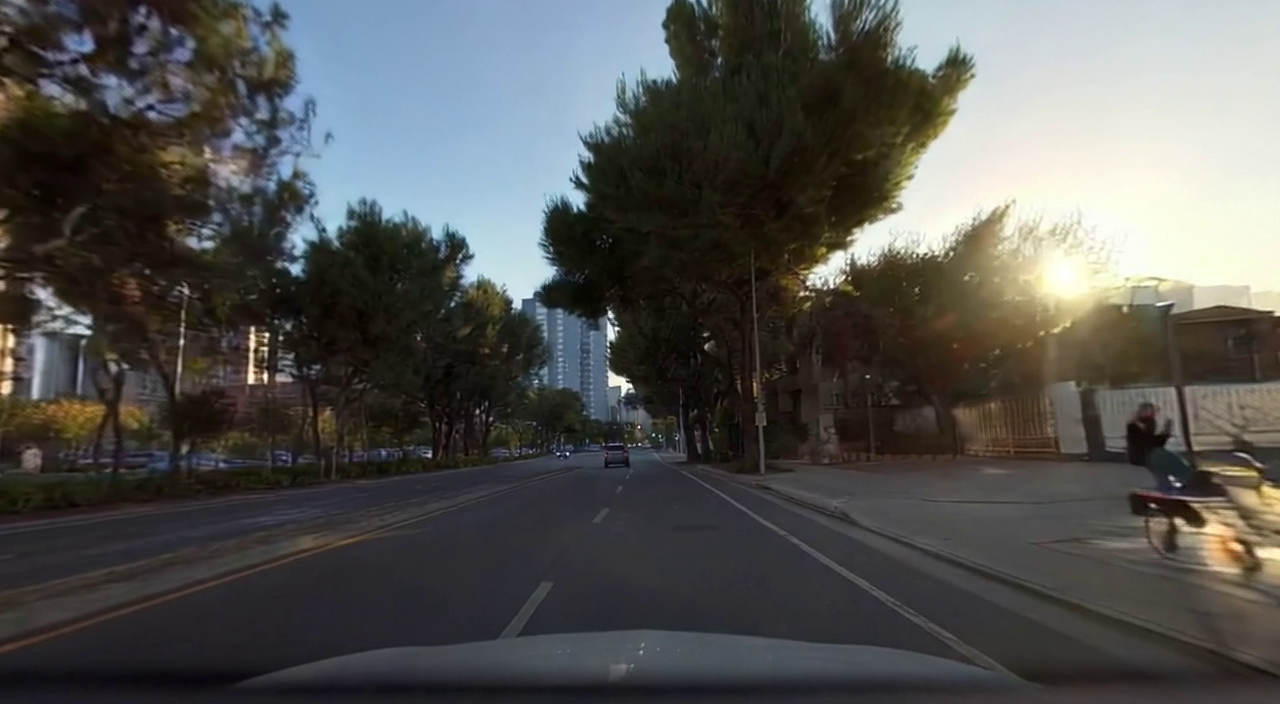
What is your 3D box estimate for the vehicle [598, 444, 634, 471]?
[{"bbox_3d":[-1.676,7.665,45.946,2.294,1.859,5.127,0,-9,1],"label":"vehicle"}]
